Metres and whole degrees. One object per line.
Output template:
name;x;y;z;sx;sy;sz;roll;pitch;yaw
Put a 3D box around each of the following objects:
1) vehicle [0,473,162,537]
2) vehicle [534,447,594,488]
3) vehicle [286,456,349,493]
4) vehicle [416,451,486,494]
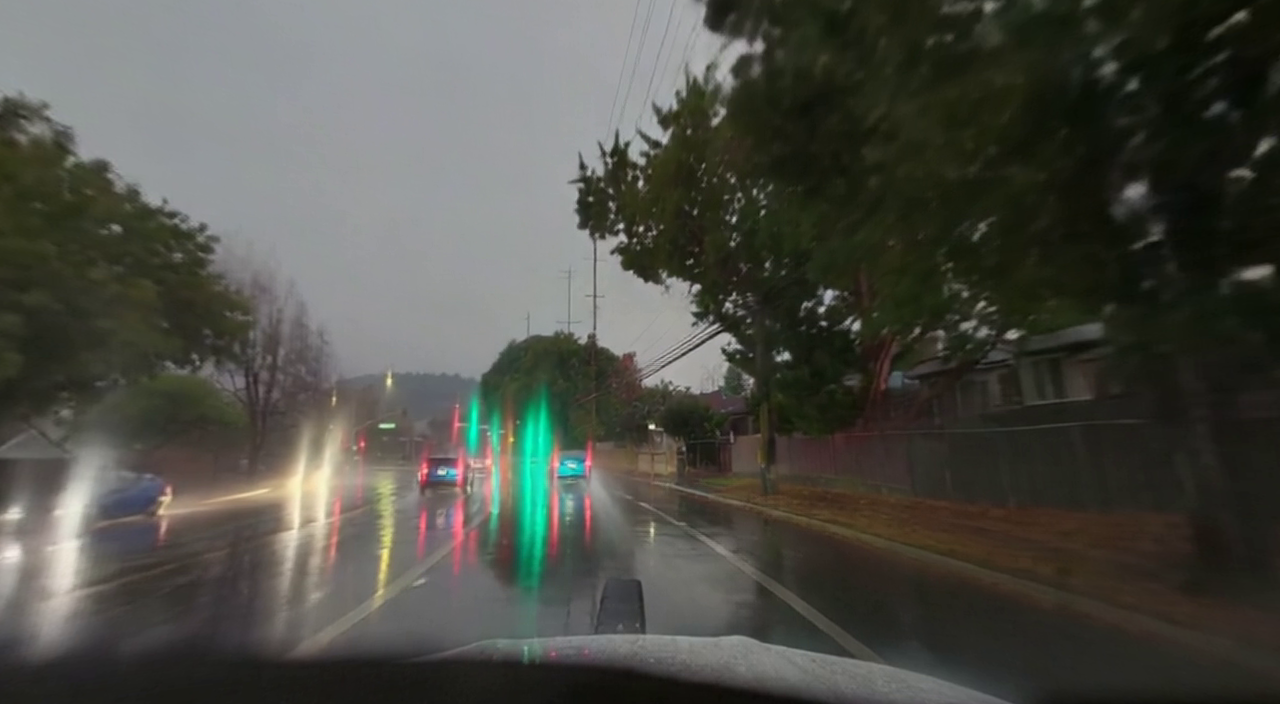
vehicle;-16.548;4.385;18.600;1.944;1.458;4.549;1;-9;-9
vehicle;-3.207;4.706;26.012;2.168;1.504;4.284;2;-9;-10
vehicle;-20.832;7.897;41.068;2.094;2.000;5.603;2;-8;-11
vehicle;-7.015;4.482;23.899;1.913;1.425;4.235;1;-9;-8
